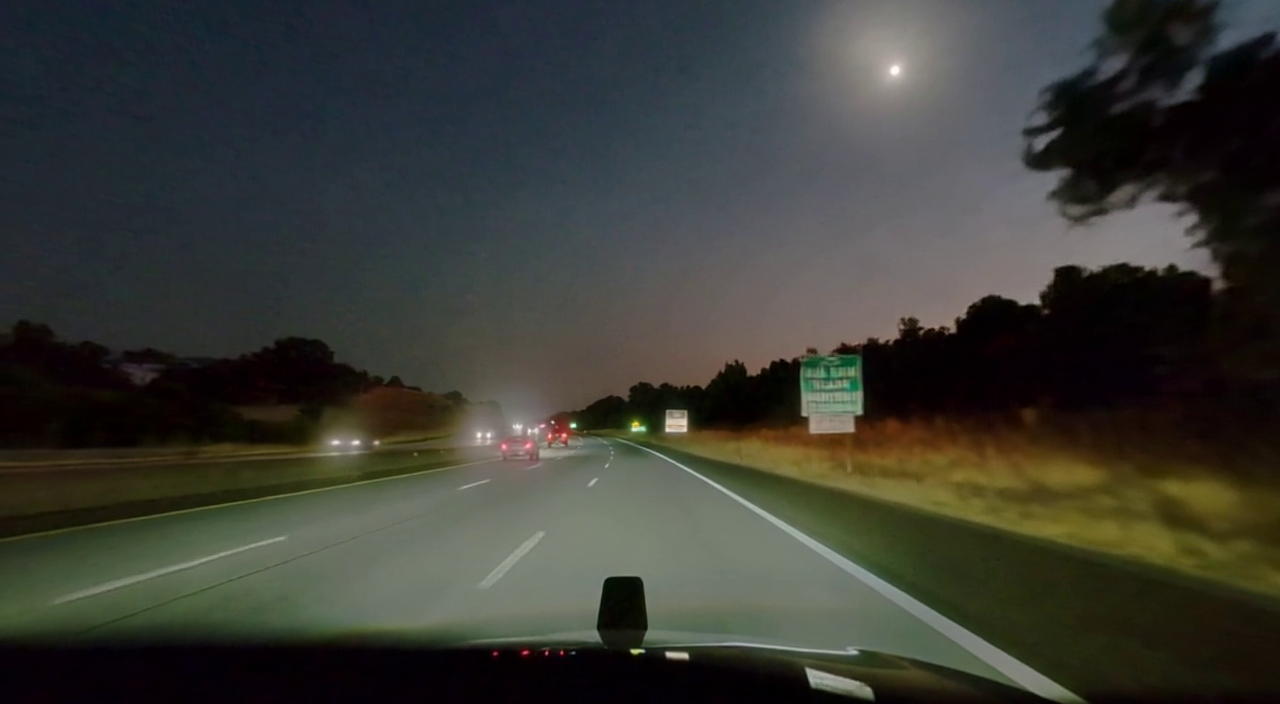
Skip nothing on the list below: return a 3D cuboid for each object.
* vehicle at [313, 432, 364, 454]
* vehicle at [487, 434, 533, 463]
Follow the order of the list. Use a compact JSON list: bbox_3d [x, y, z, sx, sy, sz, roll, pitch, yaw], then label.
[{"bbox_3d":[-22.580,6.858,47.406,1.973,1.558,4.050,0,-8,-2],"label":"vehicle"},{"bbox_3d":[-7.735,5.791,37.858,1.931,1.608,3.977,0,-8,-1],"label":"vehicle"}]
